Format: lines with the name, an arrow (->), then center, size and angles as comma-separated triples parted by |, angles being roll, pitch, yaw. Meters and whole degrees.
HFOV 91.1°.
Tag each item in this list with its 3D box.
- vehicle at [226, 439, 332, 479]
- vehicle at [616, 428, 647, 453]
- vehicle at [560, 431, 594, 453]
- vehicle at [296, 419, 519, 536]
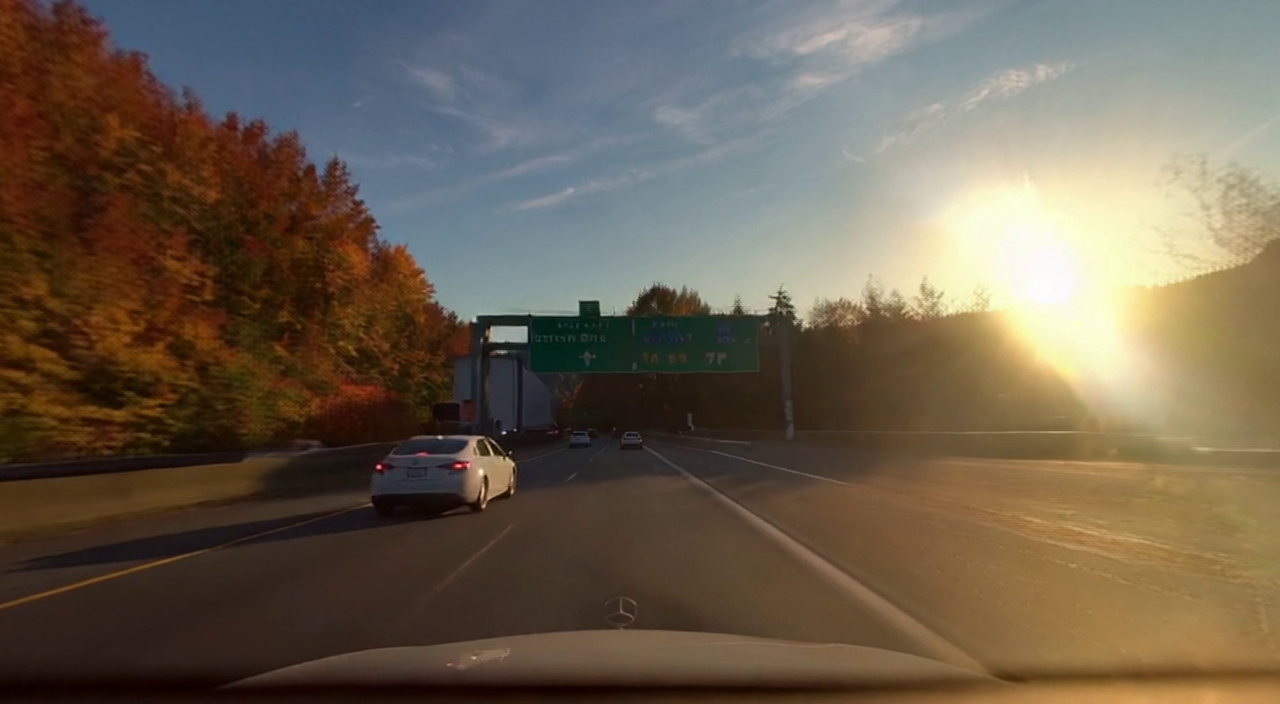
vehicle -> -15.479, 4.582, 27.301 | 1.942, 1.528, 4.641 | 0, -8, -1
vehicle -> -0.627, 6.121, 43.588 | 2.054, 1.609, 3.859 | 0, -8, -1
vehicle -> -4.492, 6.522, 45.646 | 2.071, 1.524, 4.398 | 0, -8, -1
vehicle -> -3.463, 1.941, 10.509 | 1.989, 1.497, 4.645 | 0, -8, -1
